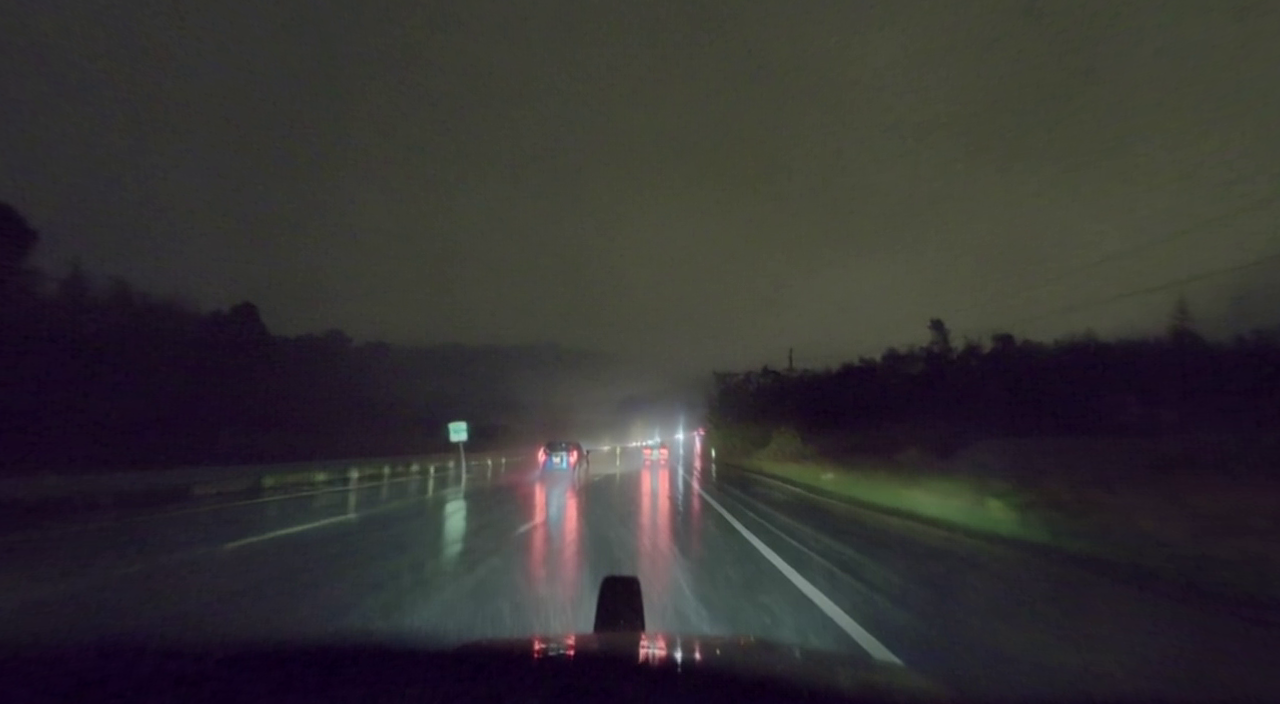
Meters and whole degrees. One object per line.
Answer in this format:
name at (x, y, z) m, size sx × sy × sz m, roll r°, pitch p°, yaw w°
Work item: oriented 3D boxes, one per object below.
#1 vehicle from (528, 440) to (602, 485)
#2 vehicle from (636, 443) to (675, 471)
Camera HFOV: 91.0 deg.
vehicle at (-2.780, 4.247, 24.406) m, size 2.129 × 1.563 × 4.387 m, roll -1°, pitch -9°, yaw 3°
vehicle at (0.911, 6.086, 36.610) m, size 2.129 × 1.502 × 4.321 m, roll 0°, pitch -9°, yaw 2°
